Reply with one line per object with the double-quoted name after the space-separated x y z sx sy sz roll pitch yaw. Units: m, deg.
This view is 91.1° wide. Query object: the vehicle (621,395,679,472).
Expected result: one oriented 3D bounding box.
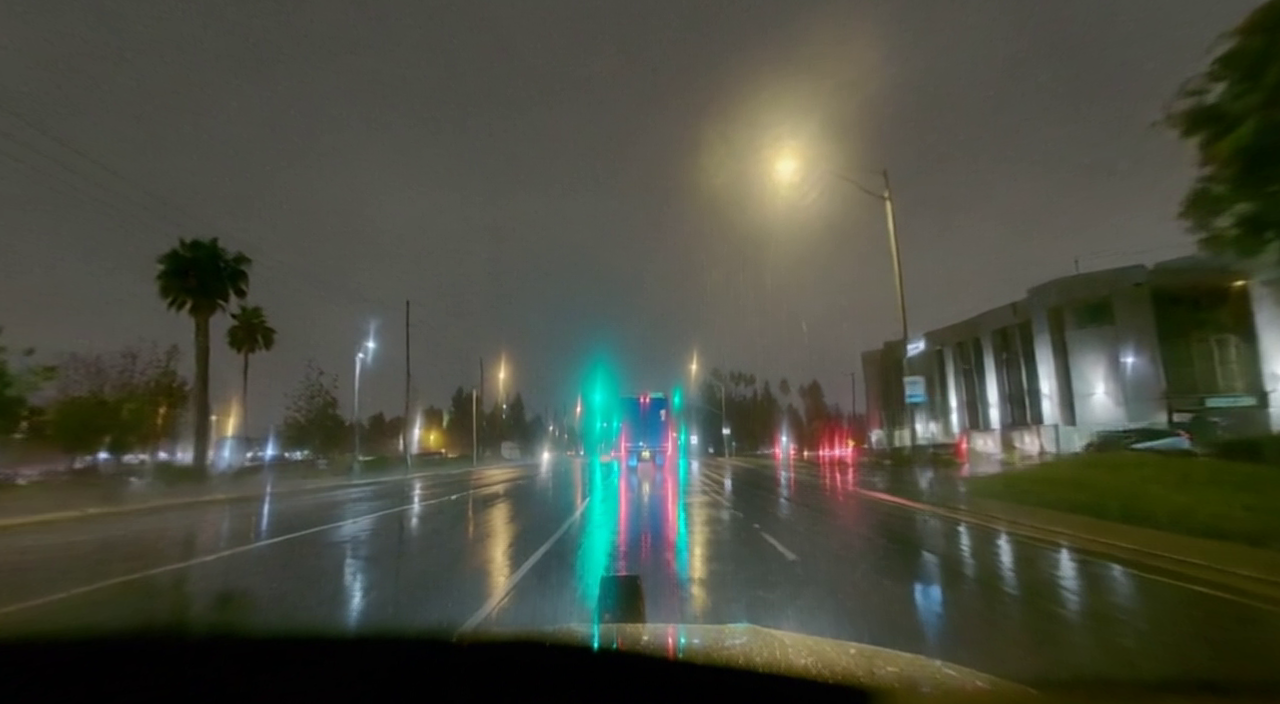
0.371 5.097 38.341 2.992 3.949 11.815 0 -9 -1 "vehicle"
